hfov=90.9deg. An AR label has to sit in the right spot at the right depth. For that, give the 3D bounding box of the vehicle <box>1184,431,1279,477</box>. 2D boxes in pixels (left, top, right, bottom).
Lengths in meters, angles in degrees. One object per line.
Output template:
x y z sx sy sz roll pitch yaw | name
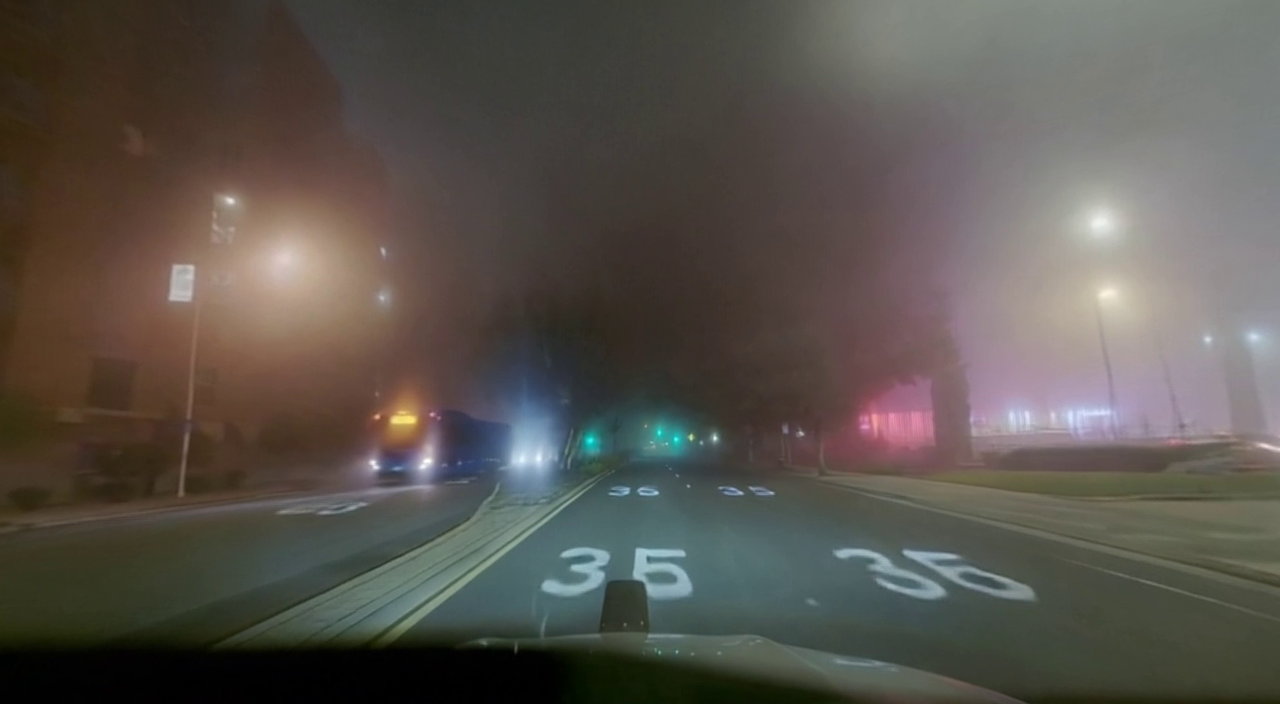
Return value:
21.080 3.344 20.753 4.404 1.440 1.900 -1 -8 3 | vehicle

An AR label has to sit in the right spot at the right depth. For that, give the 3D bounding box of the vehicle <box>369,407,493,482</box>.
-10.776 5.000 34.038 3.052 3.397 10.003 0 -8 1 | vehicle
